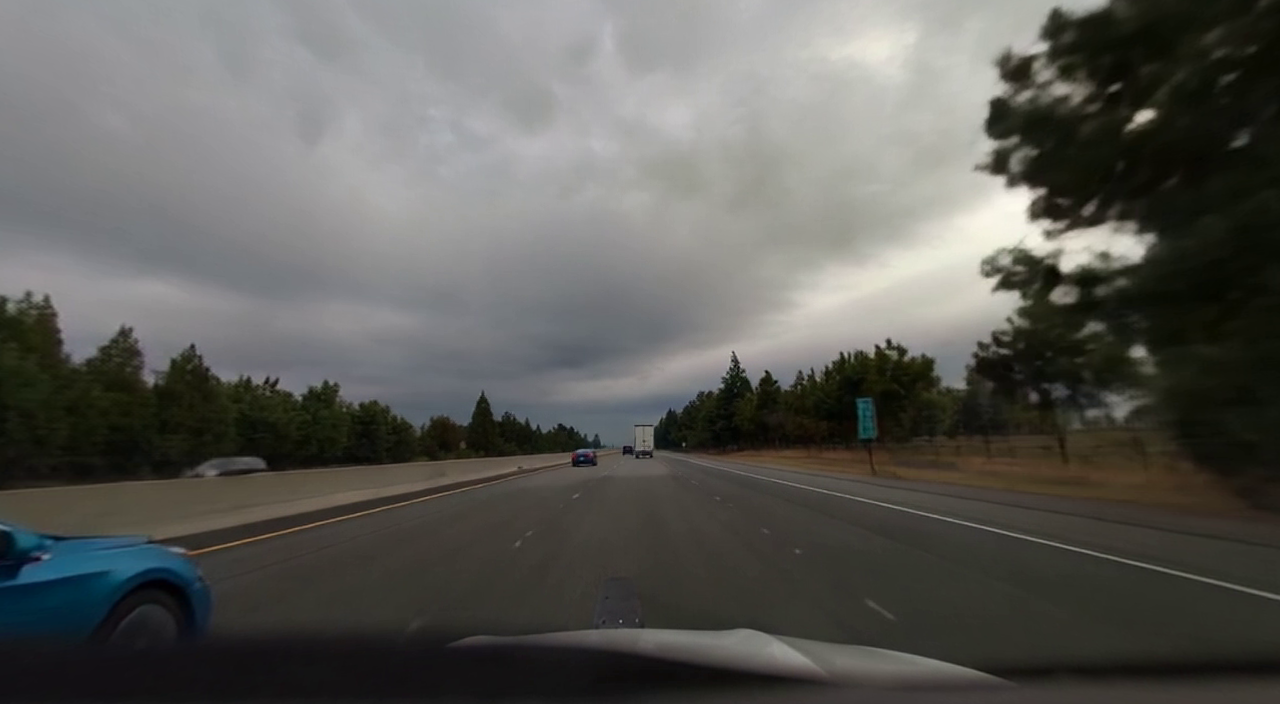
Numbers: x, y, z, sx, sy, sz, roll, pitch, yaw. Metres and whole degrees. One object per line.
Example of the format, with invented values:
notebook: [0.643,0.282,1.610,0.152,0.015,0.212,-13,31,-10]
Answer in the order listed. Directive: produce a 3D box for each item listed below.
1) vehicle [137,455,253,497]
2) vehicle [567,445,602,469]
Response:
vehicle: [-16.811,4.659,24.072,1.741,1.423,3.652,0,-9,0]
vehicle: [-3.679,7.014,42.310,2.018,1.548,3.849,0,-9,-1]
